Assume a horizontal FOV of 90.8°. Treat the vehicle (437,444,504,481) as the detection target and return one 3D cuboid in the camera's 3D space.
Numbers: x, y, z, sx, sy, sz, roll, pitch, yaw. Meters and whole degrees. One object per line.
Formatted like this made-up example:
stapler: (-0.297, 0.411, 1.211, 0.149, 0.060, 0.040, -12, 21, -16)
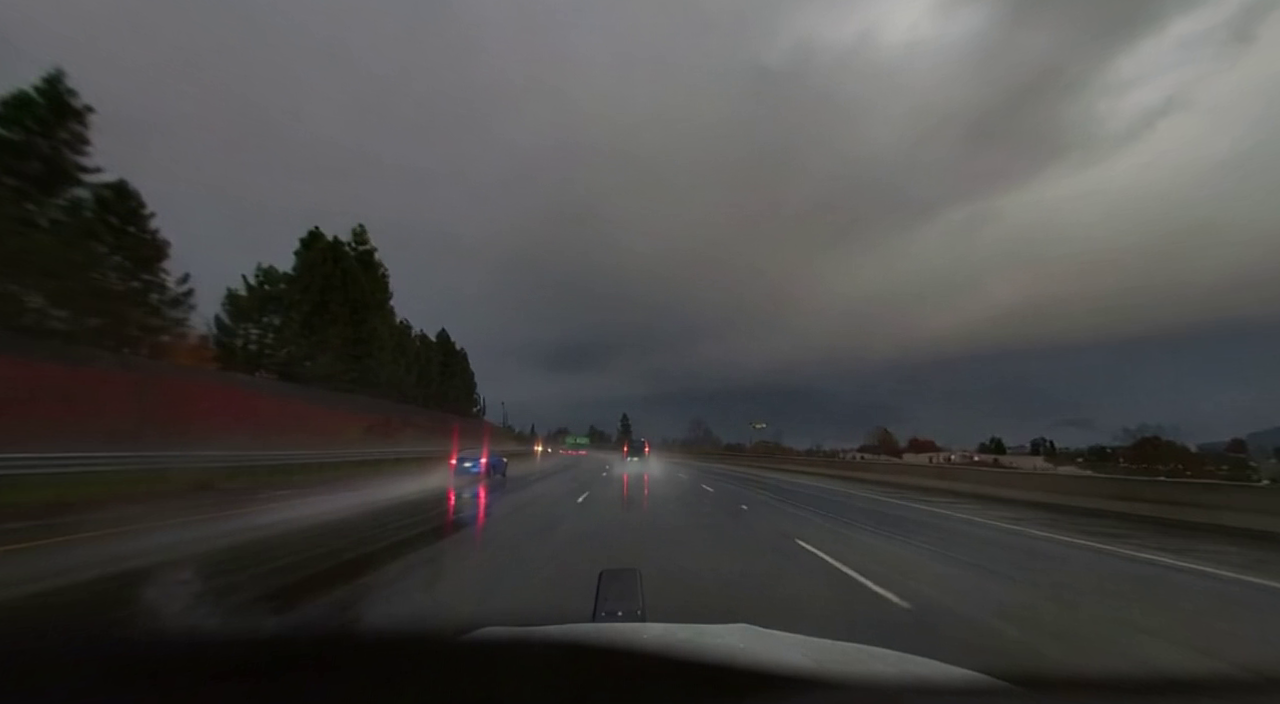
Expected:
vehicle: (-7.423, 4.855, 28.022, 1.915, 1.479, 3.843, 0, -8, -1)
